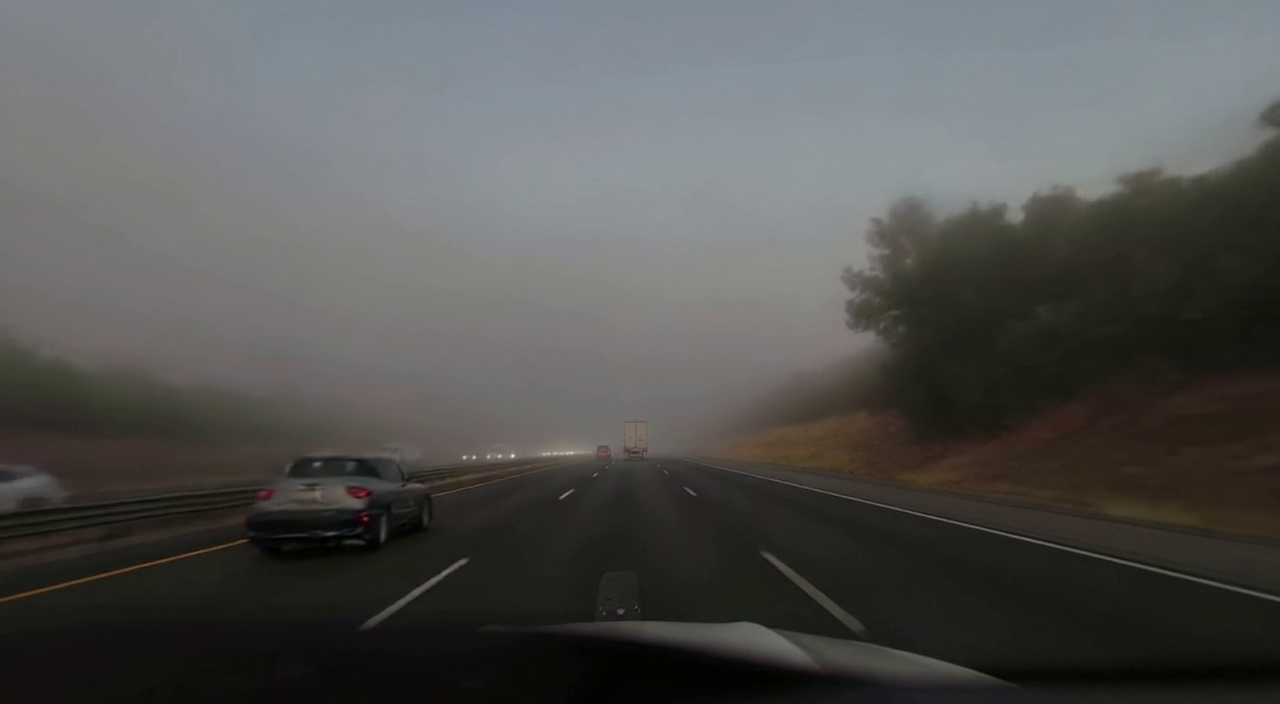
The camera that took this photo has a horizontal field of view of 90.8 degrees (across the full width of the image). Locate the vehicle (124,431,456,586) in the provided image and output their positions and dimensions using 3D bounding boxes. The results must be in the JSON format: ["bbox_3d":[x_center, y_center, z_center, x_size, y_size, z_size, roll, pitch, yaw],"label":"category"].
[{"bbox_3d":[-4.129,1.891,8.457,2.051,1.537,4.111,0,-9,0],"label":"vehicle"}]
